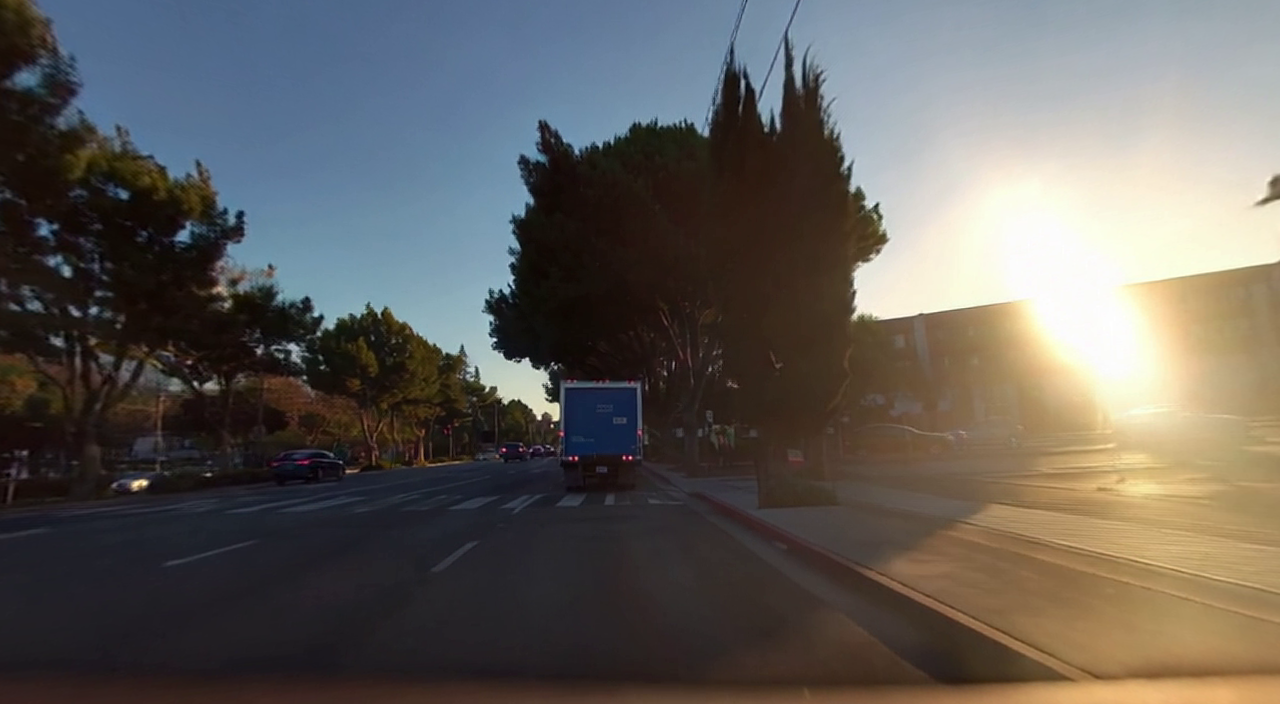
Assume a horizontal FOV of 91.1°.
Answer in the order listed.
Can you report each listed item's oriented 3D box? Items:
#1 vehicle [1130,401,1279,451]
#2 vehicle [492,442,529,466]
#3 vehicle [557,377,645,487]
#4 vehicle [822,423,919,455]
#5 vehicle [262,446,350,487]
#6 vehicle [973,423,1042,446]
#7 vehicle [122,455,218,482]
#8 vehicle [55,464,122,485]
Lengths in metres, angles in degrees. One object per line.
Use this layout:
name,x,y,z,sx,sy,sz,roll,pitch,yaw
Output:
vehicle,25.424,3.246,27.665,5.850,2.049,2.317,0,-8,-5
vehicle,-9.994,7.923,48.784,2.095,1.759,4.433,0,-8,-2
vehicle,-1.556,3.316,25.382,2.905,3.644,8.807,1,-8,-3
vehicle,11.994,4.562,32.875,4.321,1.579,1.823,1,-8,-3
vehicle,-14.957,5.109,28.370,1.958,1.672,4.283,1,-8,-6
vehicle,24.166,5.445,41.293,3.537,1.393,1.581,1,-10,-5
vehicle,-36.656,9.112,49.076,5.452,1.994,2.312,0,-8,-3
vehicle,-42.027,9.308,47.876,1.645,1.416,3.497,-5,-10,36
